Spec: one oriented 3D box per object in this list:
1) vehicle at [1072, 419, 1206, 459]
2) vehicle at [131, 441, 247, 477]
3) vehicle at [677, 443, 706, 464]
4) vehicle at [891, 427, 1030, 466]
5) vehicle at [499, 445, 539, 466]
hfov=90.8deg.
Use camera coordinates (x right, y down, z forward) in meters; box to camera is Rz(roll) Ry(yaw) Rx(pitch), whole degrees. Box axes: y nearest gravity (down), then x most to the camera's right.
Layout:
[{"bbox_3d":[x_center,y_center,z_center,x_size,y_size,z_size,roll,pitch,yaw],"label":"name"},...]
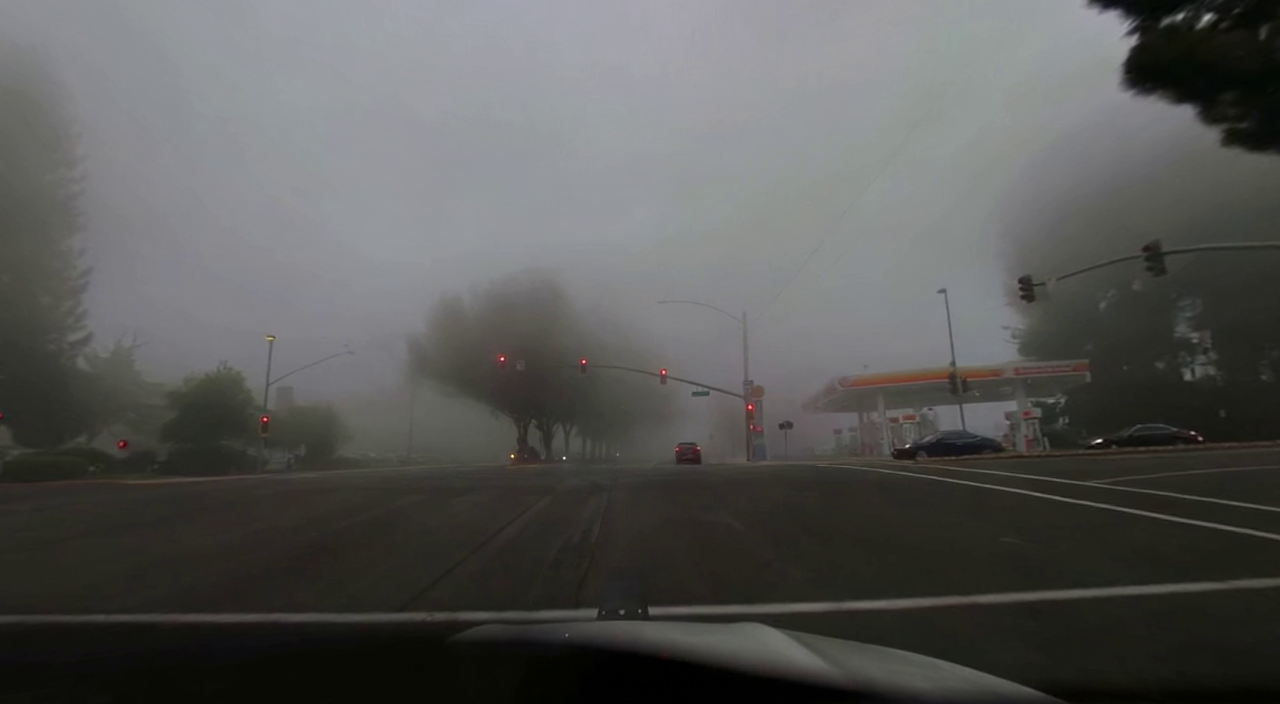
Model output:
[{"bbox_3d":[20.445,3.592,25.980,4.002,1.544,1.820,0,-9,-4],"label":"vehicle"},{"bbox_3d":[-33.374,7.950,46.928,6.708,2.544,2.452,0,-9,1],"label":"vehicle"},{"bbox_3d":[3.790,7.556,47.208,1.908,1.492,3.977,0,-9,1],"label":"vehicle"},{"bbox_3d":[13.172,3.917,26.214,4.605,1.497,2.061,0,-9,0],"label":"vehicle"},{"bbox_3d":[-9.279,7.990,48.810,2.023,1.498,4.605,-1,-9,3],"label":"vehicle"}]
